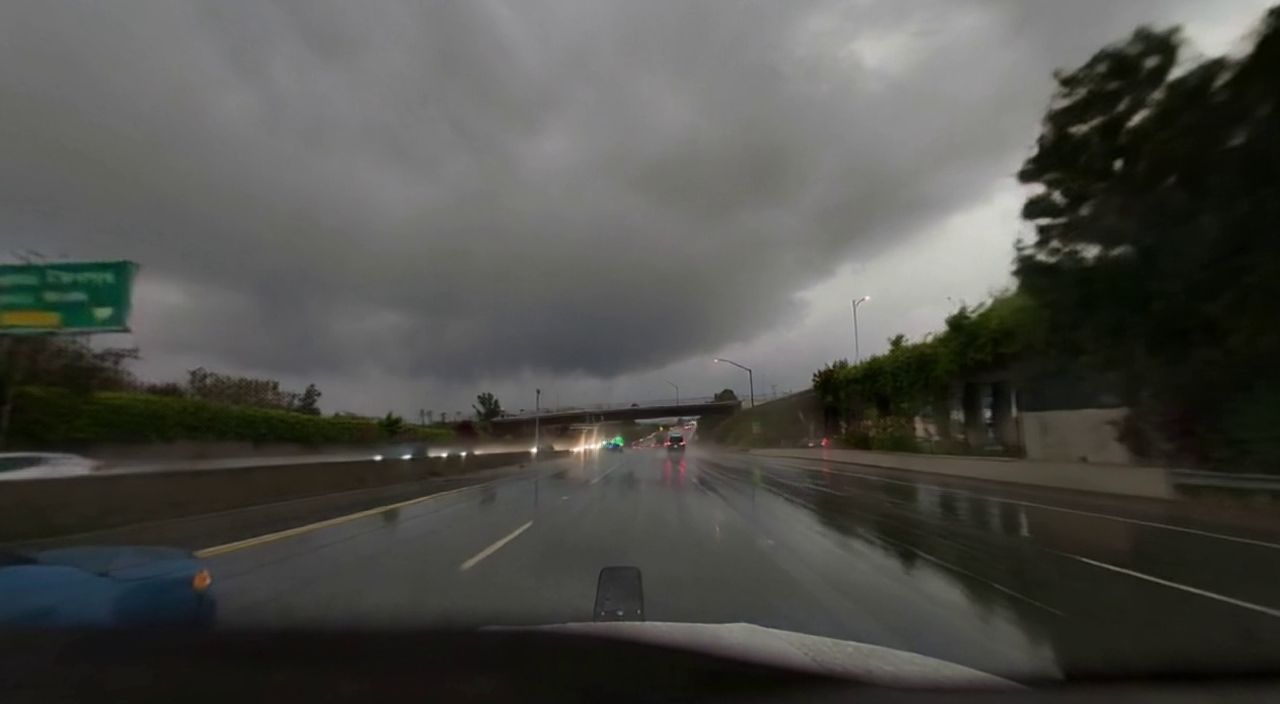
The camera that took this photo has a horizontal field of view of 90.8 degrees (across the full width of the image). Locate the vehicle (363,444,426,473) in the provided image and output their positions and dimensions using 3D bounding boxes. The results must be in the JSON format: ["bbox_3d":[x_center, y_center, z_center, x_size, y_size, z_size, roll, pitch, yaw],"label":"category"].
[{"bbox_3d":[-16.603,7.185,43.031,2.022,1.796,5.309,0,-8,2],"label":"vehicle"}]
